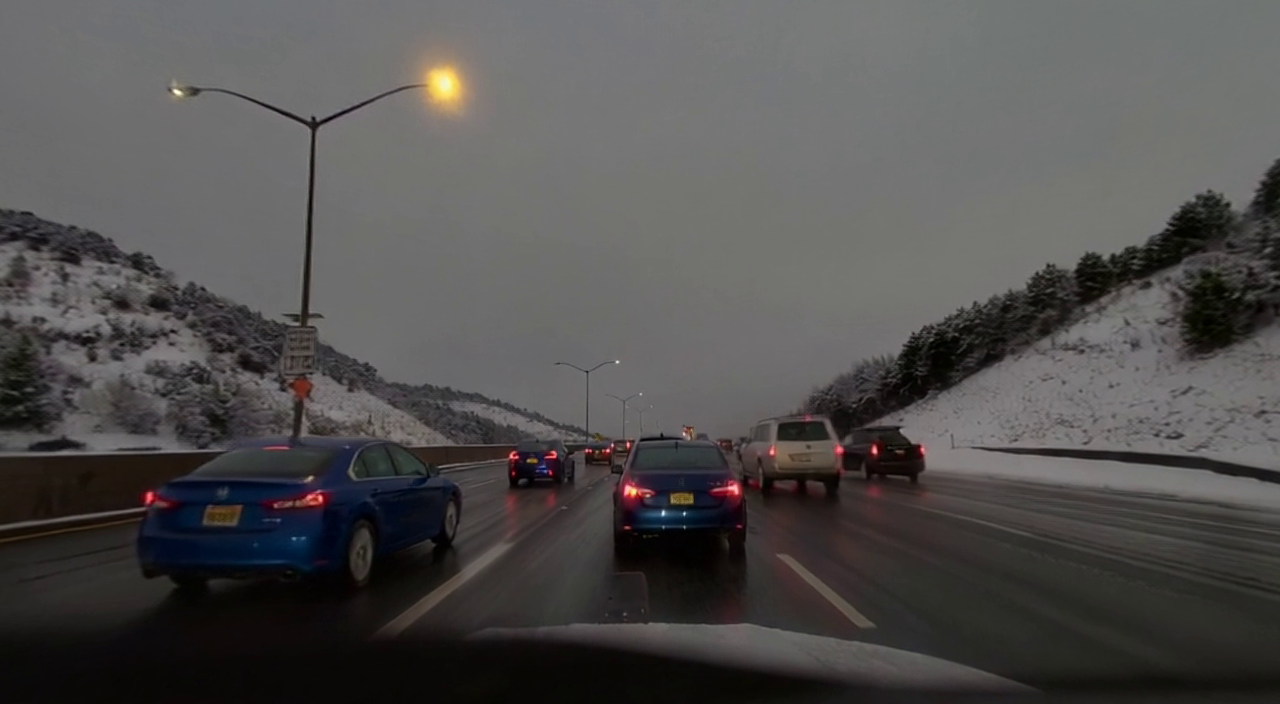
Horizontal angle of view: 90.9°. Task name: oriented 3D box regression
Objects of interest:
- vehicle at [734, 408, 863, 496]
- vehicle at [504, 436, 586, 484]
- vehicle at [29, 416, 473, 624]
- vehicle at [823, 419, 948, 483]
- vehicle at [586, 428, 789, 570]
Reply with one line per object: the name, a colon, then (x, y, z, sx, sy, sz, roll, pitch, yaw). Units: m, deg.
vehicle: (3.779, 2.503, 15.977, 2.086, 1.884, 4.547, 0, -8, 0)
vehicle: (-3.133, 3.661, 21.713, 2.017, 1.446, 4.384, 0, -8, 2)
vehicle: (-3.442, 1.557, 6.864, 2.033, 1.513, 4.333, 0, -8, 1)
vehicle: (7.469, 3.083, 19.793, 2.071, 1.754, 4.586, 0, -8, 0)
vehicle: (0.508, 1.803, 8.490, 2.072, 1.431, 3.904, 0, -8, 1)
